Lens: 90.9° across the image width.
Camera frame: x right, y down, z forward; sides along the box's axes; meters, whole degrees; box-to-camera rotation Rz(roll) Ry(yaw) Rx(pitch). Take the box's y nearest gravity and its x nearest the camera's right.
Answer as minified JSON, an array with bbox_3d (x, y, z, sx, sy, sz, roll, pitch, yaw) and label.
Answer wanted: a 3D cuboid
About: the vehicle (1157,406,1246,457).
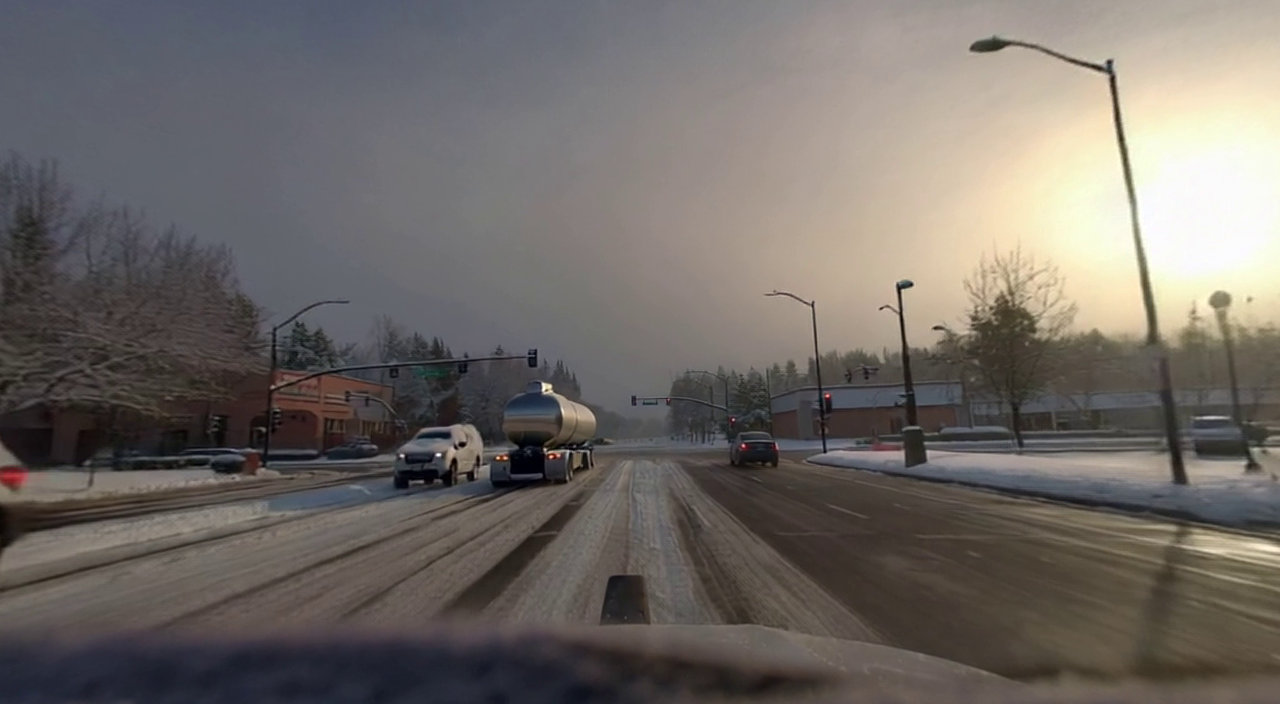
[{"bbox_3d":[23.255,3.359,26.168,2.380,1.890,5.620,-7,-11,41],"label":"vehicle"}]

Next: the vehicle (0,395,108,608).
[{"bbox_3d":[-6.420,1.045,3.871,2.179,1.750,4.621,0,-8,1],"label":"vehicle"}]

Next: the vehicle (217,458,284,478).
[{"bbox_3d":[-30.704,9.125,49.697,4.507,1.470,1.816,-2,-8,15],"label":"vehicle"}]

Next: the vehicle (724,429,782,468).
[{"bbox_3d":[5.914,5.139,33.725,2.093,1.926,4.749,0,-8,-2],"label":"vehicle"}]

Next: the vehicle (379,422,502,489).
[{"bbox_3d":[-6.582,3.495,21.657,2.375,1.989,5.497,0,-8,0],"label":"vehicle"}]

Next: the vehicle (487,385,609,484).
[{"bbox_3d":[-3.148,3.566,26.676,2.841,3.004,14.901,0,-8,0],"label":"vehicle"}]
